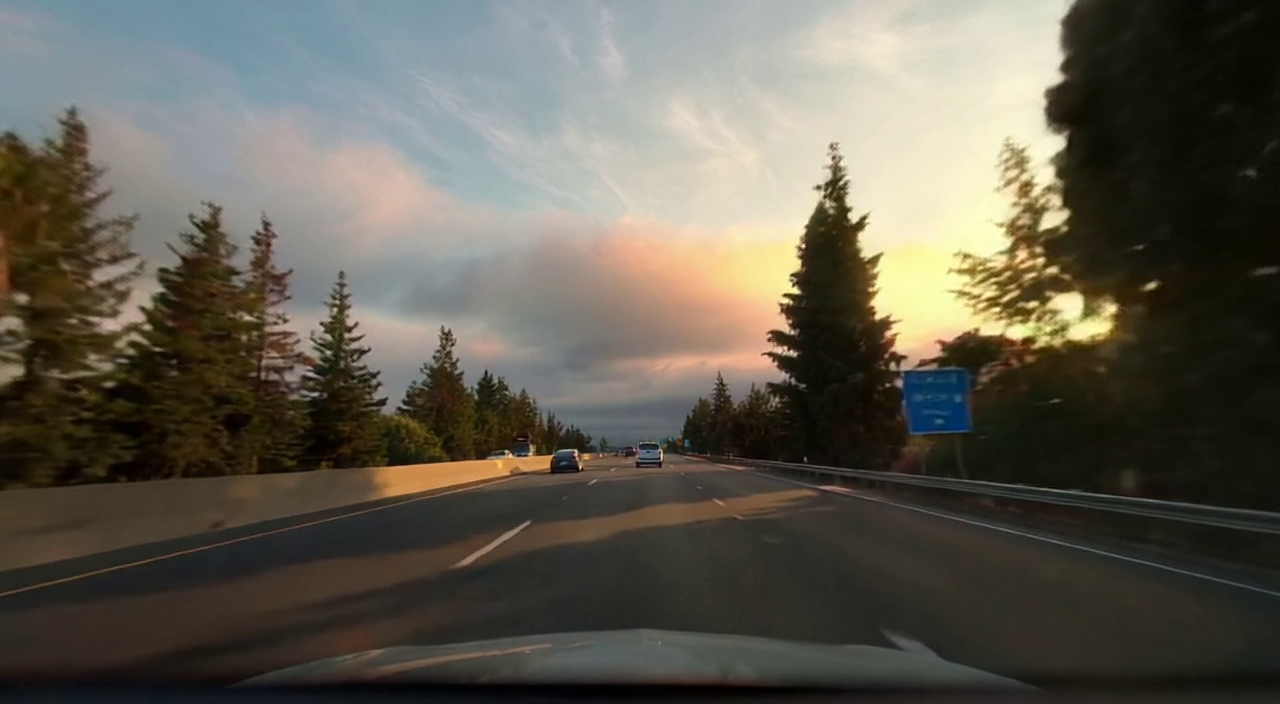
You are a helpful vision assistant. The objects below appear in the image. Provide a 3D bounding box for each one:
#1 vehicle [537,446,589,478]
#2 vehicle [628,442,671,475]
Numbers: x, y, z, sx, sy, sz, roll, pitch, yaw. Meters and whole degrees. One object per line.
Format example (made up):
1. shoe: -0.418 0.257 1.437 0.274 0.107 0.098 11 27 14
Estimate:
1. vehicle: -3.793 5.487 31.640 1.998 1.460 4.422 0 -9 1
2. vehicle: 0.481 5.736 34.162 2.172 1.687 3.929 0 -9 0
